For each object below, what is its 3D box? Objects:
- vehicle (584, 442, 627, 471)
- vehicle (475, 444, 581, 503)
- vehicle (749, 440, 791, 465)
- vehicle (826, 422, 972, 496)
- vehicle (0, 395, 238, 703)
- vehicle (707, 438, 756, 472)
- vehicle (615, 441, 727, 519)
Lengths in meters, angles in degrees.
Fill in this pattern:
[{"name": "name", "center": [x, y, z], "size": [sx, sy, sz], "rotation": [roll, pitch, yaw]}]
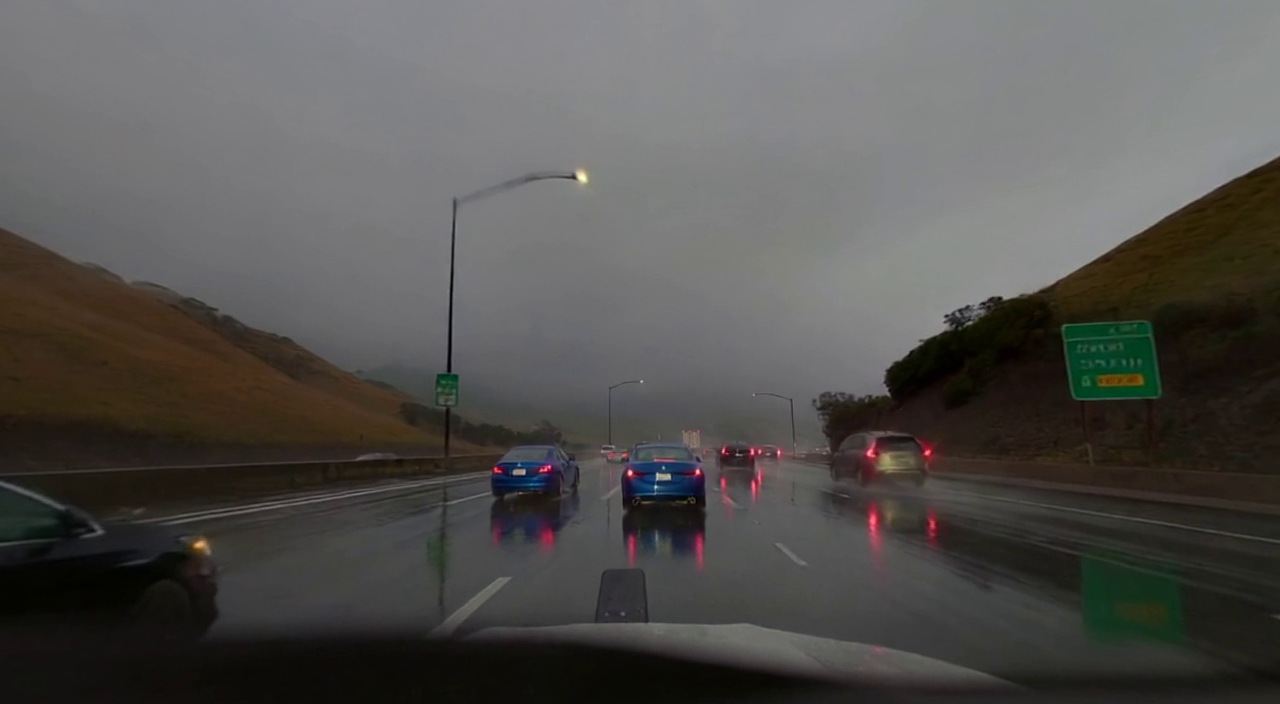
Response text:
[{"name": "vehicle", "center": [-1.951, 6.120, 37.198], "size": [2.034, 1.572, 4.444], "rotation": [-1, -8, 4]}, {"name": "vehicle", "center": [-2.971, 3.325, 17.786], "size": [2.017, 1.446, 4.384], "rotation": [-1, -8, 3]}, {"name": "vehicle", "center": [8.793, 6.846, 43.184], "size": [2.032, 1.580, 4.928], "rotation": [0, -8, 2]}, {"name": "vehicle", "center": [7.176, 3.016, 18.181], "size": [2.210, 1.831, 4.843], "rotation": [0, -8, 1]}, {"name": "vehicle", "center": [-3.429, 0.800, 1.489], "size": [2.033, 1.513, 4.333], "rotation": [0, -8, 1]}, {"name": "vehicle", "center": [4.837, 5.491, 33.918], "size": [2.083, 1.693, 4.740], "rotation": [0, -8, 2]}, {"name": "vehicle", "center": [0.649, 2.670, 13.750], "size": [2.072, 1.431, 3.904], "rotation": [-1, -8, 2]}]
